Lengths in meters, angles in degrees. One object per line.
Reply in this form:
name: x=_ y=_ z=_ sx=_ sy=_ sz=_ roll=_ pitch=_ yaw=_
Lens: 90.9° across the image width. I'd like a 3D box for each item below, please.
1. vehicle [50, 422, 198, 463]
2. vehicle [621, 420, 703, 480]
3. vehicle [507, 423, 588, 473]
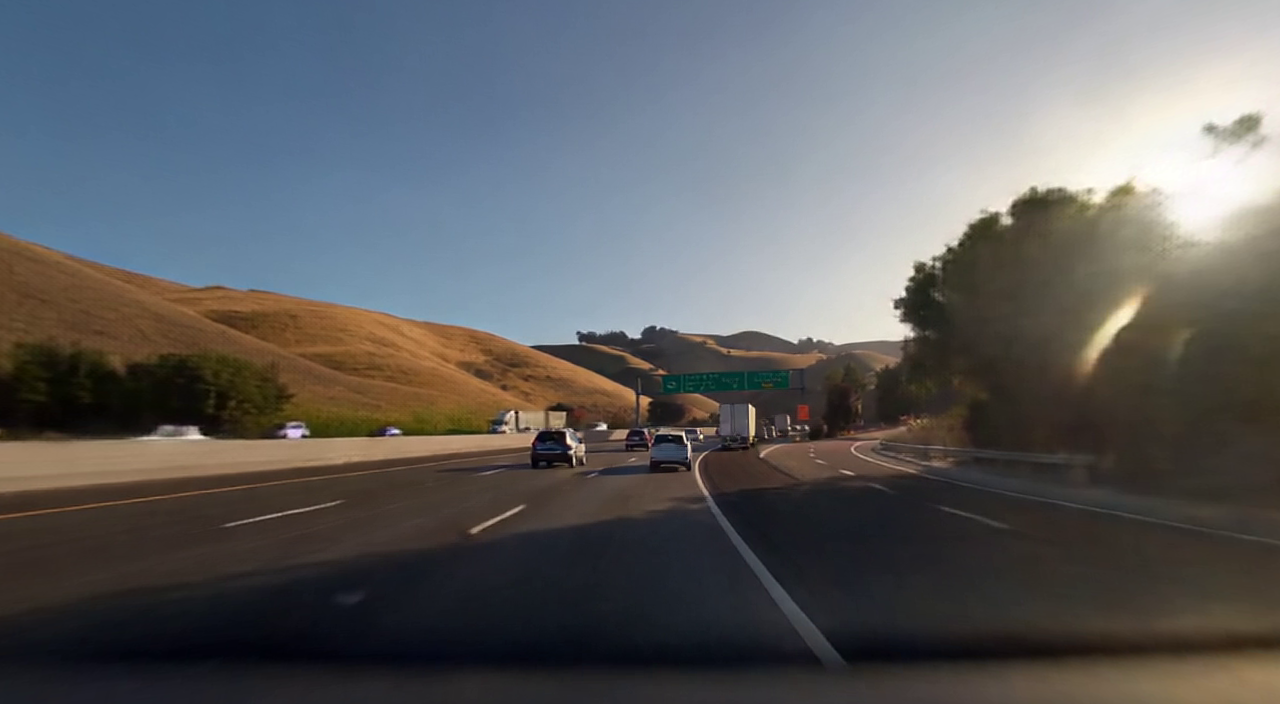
vehicle: x=-20.940 y=3.720 z=25.923 sx=1.936 sy=1.499 sz=4.651 roll=-1 pitch=-8 yaw=5
vehicle: x=0.832 y=3.315 z=21.568 sx=2.484 sy=1.820 sz=4.497 roll=-1 pitch=-8 yaw=4
vehicle: x=-3.384 y=3.627 z=24.019 sx=2.077 sy=1.712 sz=4.406 roll=-1 pitch=-8 yaw=5
